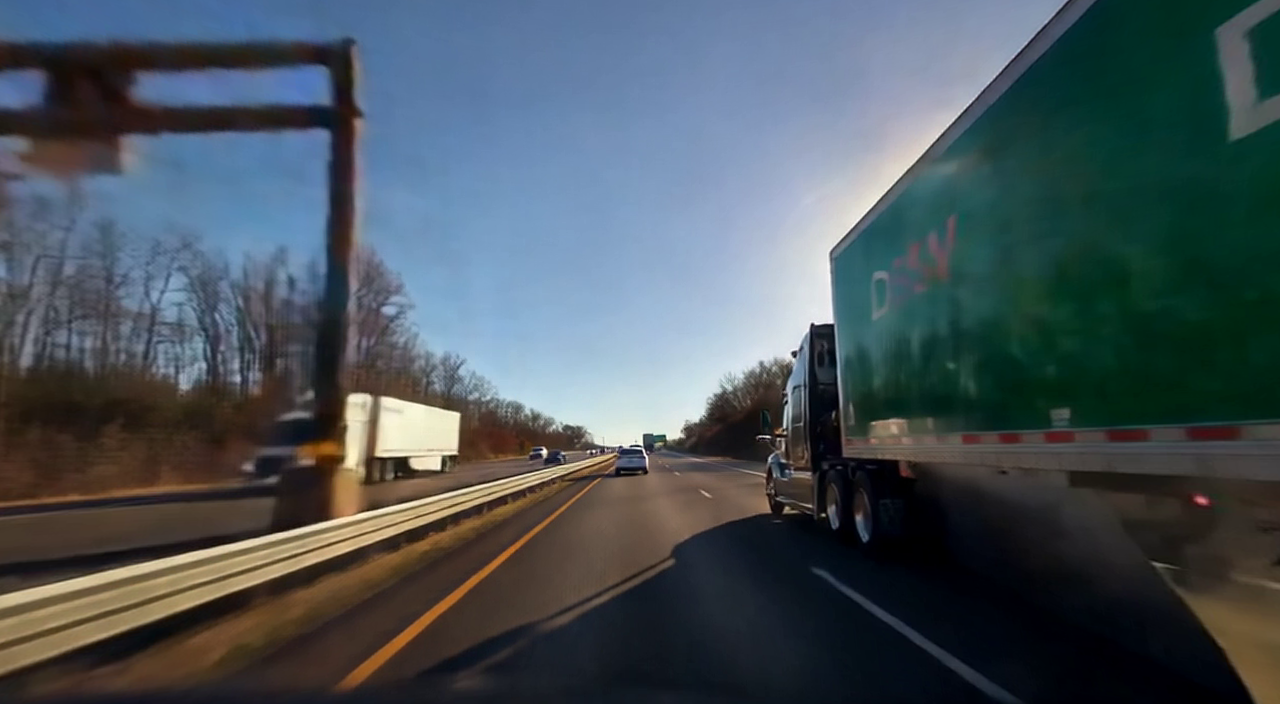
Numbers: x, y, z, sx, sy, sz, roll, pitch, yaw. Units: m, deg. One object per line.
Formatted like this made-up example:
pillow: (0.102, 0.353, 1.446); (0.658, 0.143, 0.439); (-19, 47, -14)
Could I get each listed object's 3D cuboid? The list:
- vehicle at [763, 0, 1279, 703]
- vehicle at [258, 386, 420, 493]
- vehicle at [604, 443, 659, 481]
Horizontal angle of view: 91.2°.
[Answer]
vehicle: (4.480, 0.183, 6.610); (3.317, 4.020, 14.141); (0, -9, -1)
vehicle: (-13.204, 4.032, 28.642); (3.253, 4.163, 8.081); (0, -9, 0)
vehicle: (-0.379, 4.847, 27.807); (2.244, 1.506, 4.097); (0, -9, -1)
